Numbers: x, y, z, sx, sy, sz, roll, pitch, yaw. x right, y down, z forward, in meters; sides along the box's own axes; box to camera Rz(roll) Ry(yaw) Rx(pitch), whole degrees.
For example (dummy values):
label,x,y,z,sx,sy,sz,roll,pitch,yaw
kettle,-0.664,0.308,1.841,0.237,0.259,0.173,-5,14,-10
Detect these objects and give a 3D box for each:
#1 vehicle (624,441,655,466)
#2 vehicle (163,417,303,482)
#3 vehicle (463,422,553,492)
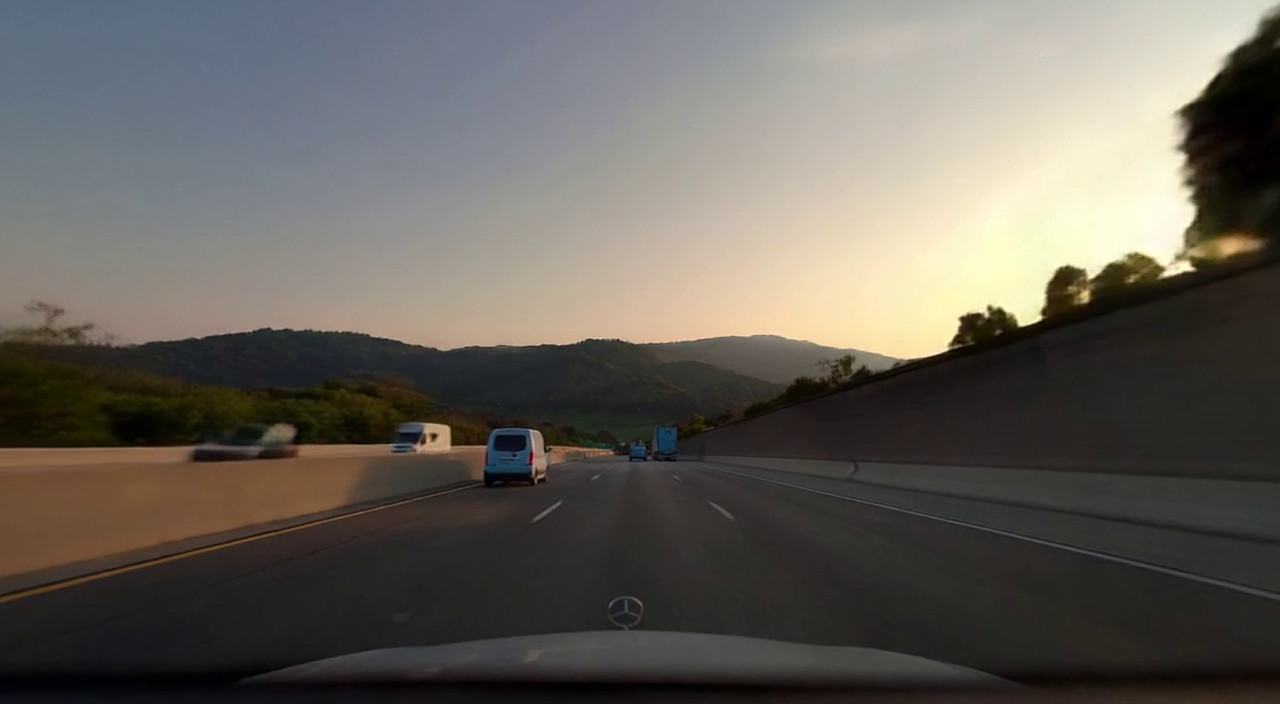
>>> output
label,x,y,z,sx,sy,sz,roll,pitch,yaw
vehicle,-0.052,7.453,46.218,2.166,1.747,4.299,0,-9,0
vehicle,-16.384,4.002,25.822,2.254,2.358,5.161,0,-9,0
vehicle,-4.150,3.410,20.672,1.955,2.004,4.792,0,-9,0
